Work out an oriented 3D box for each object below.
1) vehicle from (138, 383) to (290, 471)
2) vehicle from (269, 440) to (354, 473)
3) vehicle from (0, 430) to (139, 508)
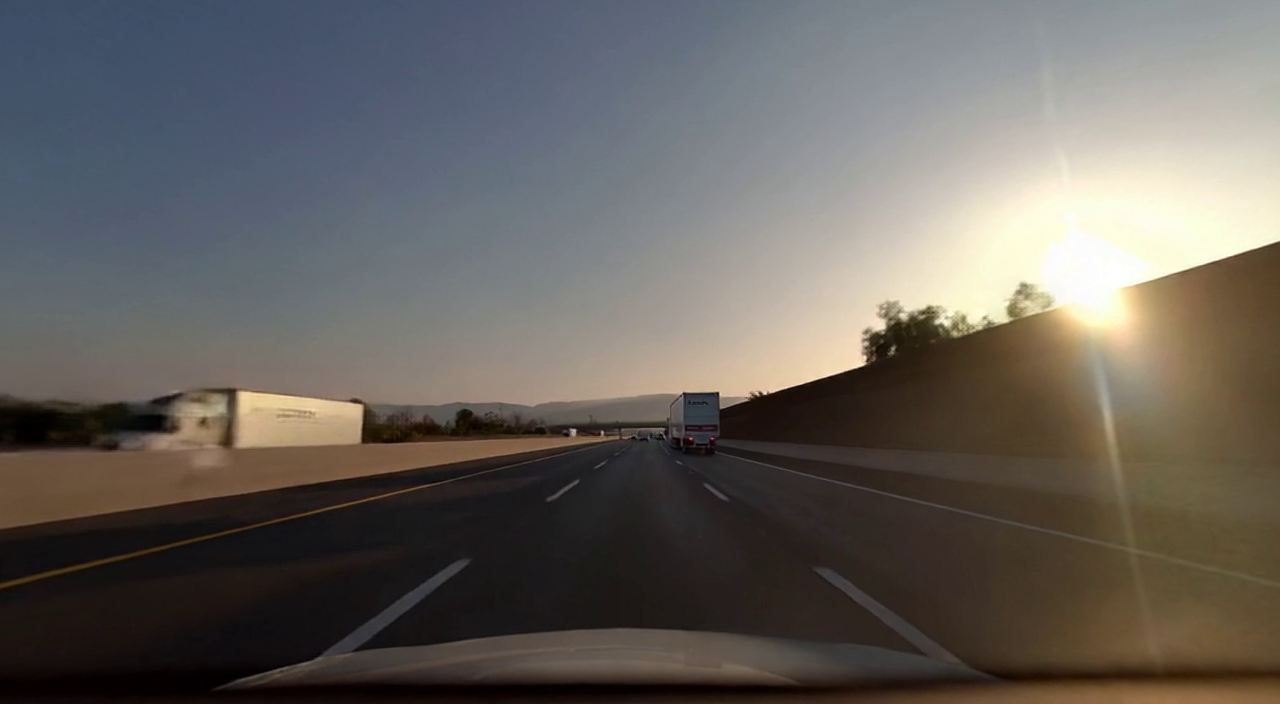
[{"bbox_3d":[-20.344,3.701,30.599,2.996,3.848,6.056,0,-8,0],"label":"vehicle"},{"bbox_3d":[-16.168,5.129,31.188,1.835,1.485,4.359,0,-8,0],"label":"vehicle"},{"bbox_3d":[-13.737,2.517,13.835,1.847,1.544,4.263,0,-8,1],"label":"vehicle"}]
